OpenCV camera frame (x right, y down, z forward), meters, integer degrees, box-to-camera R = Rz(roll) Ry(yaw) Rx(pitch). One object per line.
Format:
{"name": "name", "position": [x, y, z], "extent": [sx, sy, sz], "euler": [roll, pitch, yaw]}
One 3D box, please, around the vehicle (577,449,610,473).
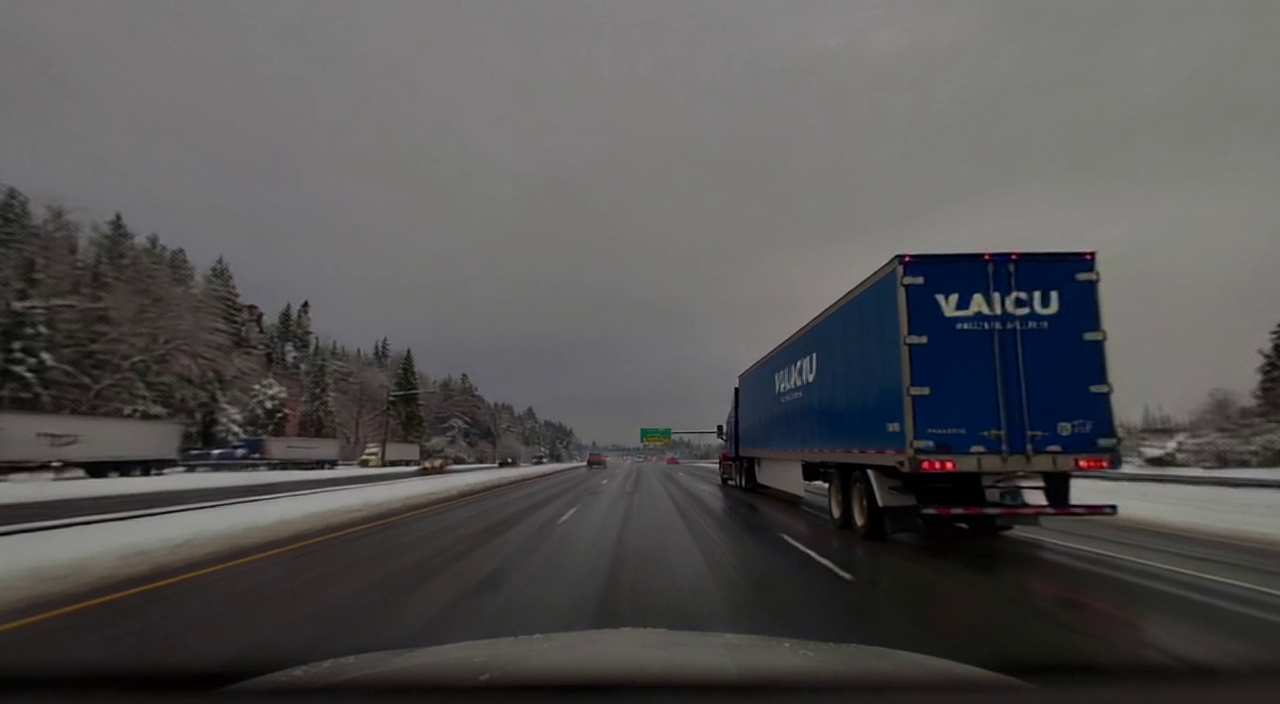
{"name": "vehicle", "position": [-3.392, 8.050, 46.773], "extent": [2.107, 1.626, 4.804], "euler": [0, -9, 0]}

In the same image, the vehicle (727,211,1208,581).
{"name": "vehicle", "position": [4.472, 1.480, 13.987], "extent": [2.847, 4.075, 14.244], "euler": [0, -9, -1]}

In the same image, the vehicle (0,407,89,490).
{"name": "vehicle", "position": [-30.568, 4.629, 30.214], "extent": [2.960, 3.677, 5.863], "euler": [1, -9, -4]}
